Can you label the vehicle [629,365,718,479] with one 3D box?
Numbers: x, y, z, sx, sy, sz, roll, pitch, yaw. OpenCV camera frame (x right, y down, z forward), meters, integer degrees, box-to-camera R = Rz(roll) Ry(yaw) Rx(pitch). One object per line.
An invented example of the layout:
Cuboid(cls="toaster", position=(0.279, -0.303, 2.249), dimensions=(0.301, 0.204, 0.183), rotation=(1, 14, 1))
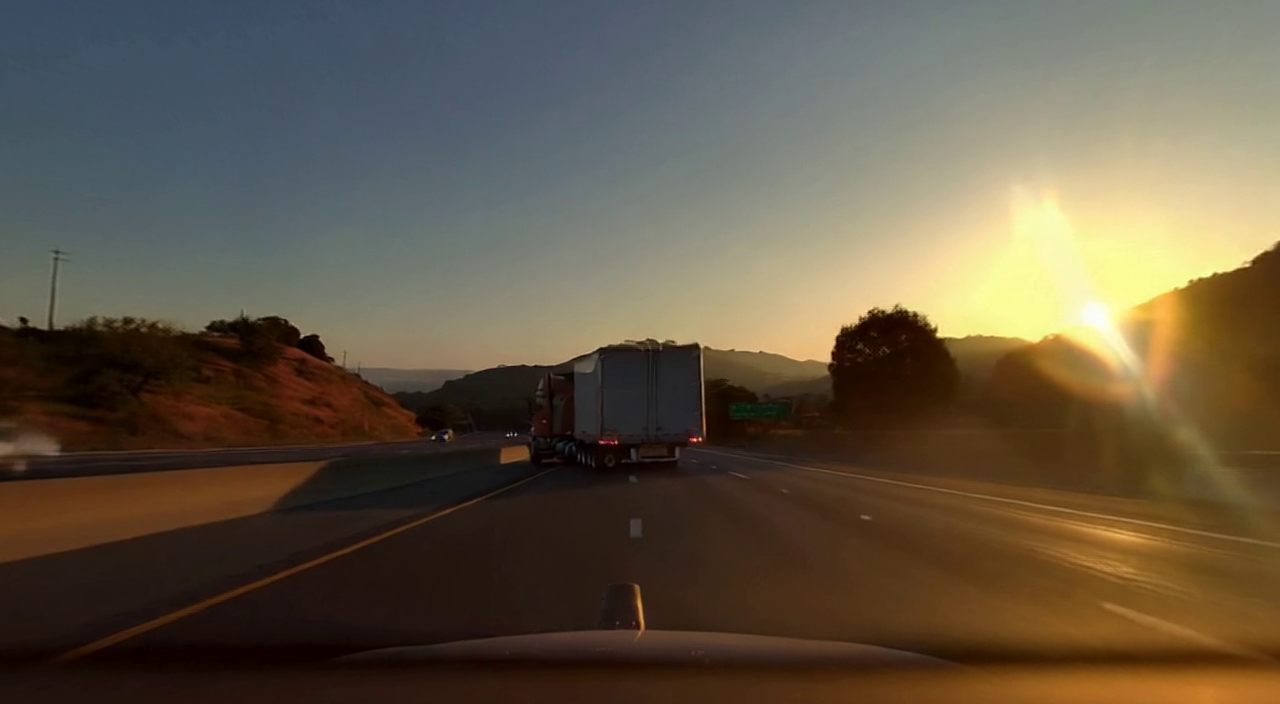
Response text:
Cuboid(cls="vehicle", position=(1.550, 3.465, 29.281), dimensions=(3.153, 4.080, 13.081), rotation=(-1, -8, 3))
